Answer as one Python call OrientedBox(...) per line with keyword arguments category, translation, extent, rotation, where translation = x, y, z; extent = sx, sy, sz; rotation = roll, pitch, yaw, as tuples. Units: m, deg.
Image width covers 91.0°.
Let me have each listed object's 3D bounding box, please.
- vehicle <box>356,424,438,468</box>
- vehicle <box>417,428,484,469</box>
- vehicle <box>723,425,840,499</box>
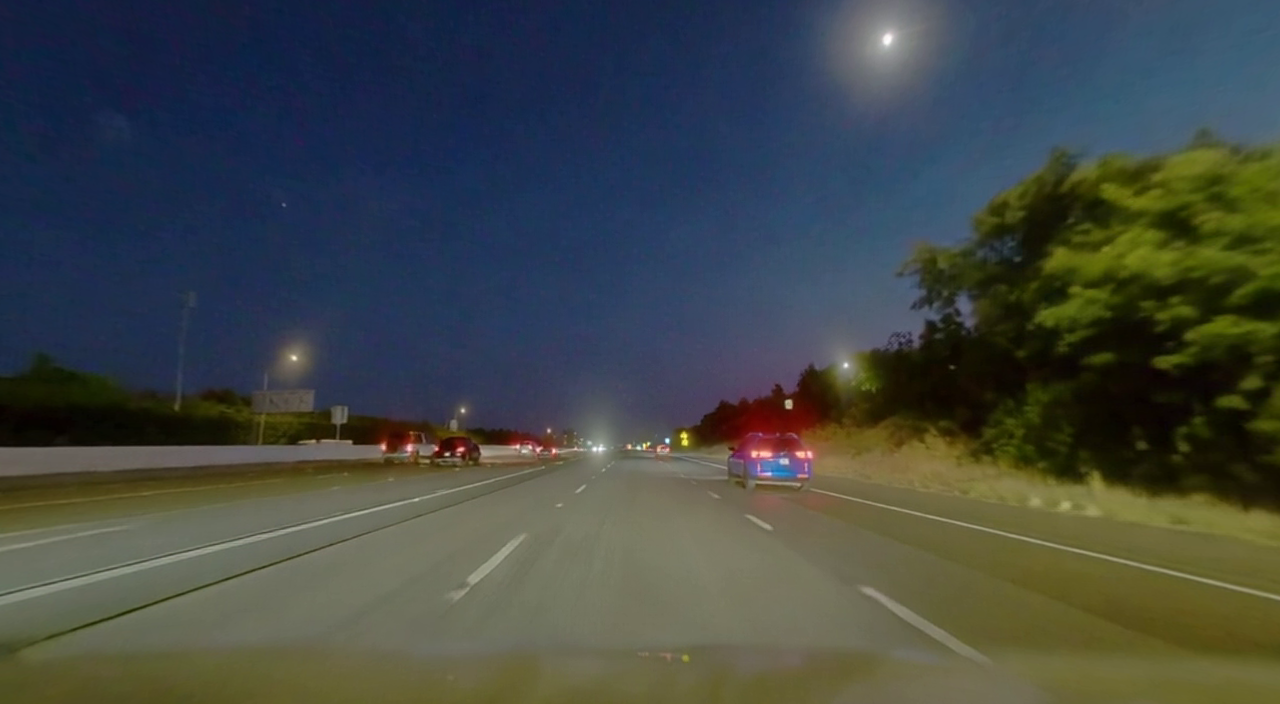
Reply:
OrientedBox(category="vehicle", translation=(-15.005, 5.881, 39.400), extent=(2.647, 2.508, 6.337), rotation=(0, -9, 0))
OrientedBox(category="vehicle", translation=(-11.029, 5.681, 37.130), extent=(2.261, 2.230, 5.435), rotation=(0, -9, 0))
OrientedBox(category="vehicle", translation=(3.966, 3.190, 18.668), extent=(2.184, 1.892, 4.763), rotation=(0, -9, -2))
